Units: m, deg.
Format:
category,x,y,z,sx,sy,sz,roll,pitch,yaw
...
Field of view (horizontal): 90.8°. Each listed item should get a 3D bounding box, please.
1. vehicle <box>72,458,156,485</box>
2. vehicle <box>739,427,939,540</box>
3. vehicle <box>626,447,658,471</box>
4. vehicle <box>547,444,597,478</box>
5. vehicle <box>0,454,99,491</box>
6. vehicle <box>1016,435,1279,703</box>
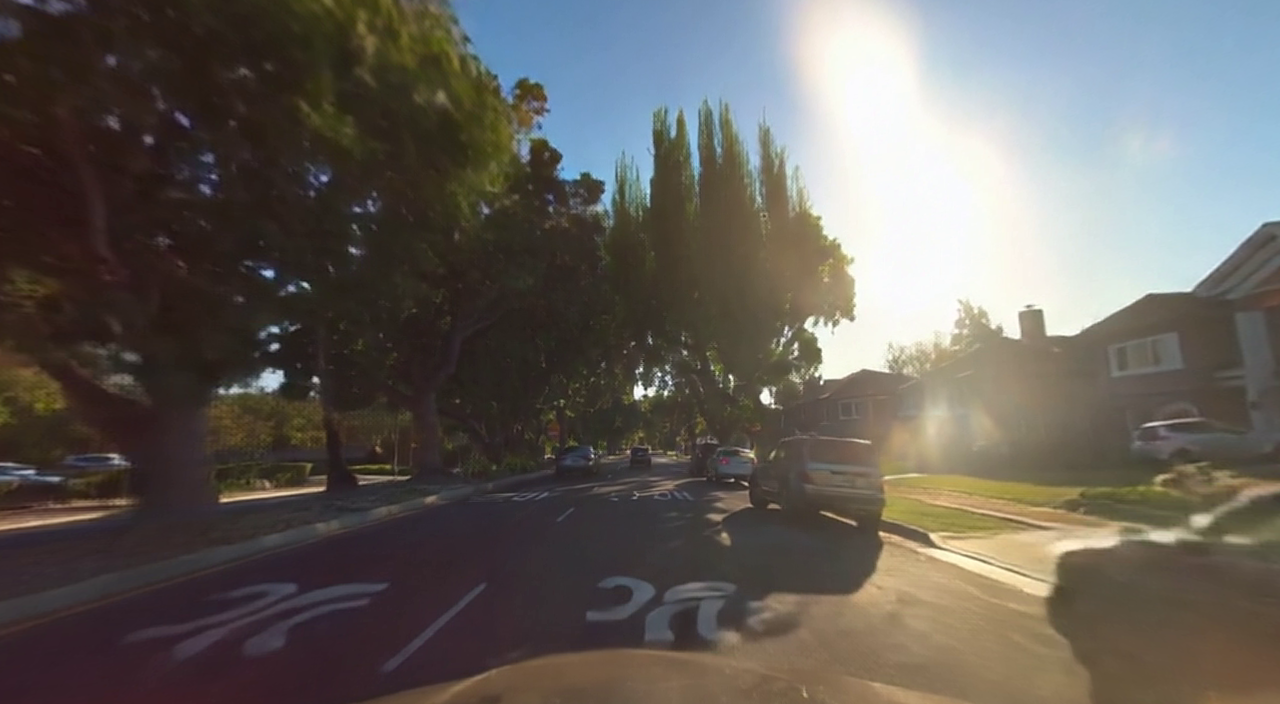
category,x,y,z,sx,sy,sz,roll,pitch,yaw
vehicle,-36.283,8.216,43.754,1.890,1.711,4.456,0,-9,1
vehicle,3.742,2.579,13.170,2.273,1.860,5.077,0,-9,-3
vehicle,0.167,7.504,44.585,2.142,1.548,4.273,0,-9,1
vehicle,-3.532,5.794,33.759,2.129,1.668,4.722,0,-9,0
vehicle,-41.089,8.147,43.261,2.306,2.086,6.132,-2,-7,5
vehicle,3.741,1.024,2.120,2.019,1.495,4.755,0,-9,0
